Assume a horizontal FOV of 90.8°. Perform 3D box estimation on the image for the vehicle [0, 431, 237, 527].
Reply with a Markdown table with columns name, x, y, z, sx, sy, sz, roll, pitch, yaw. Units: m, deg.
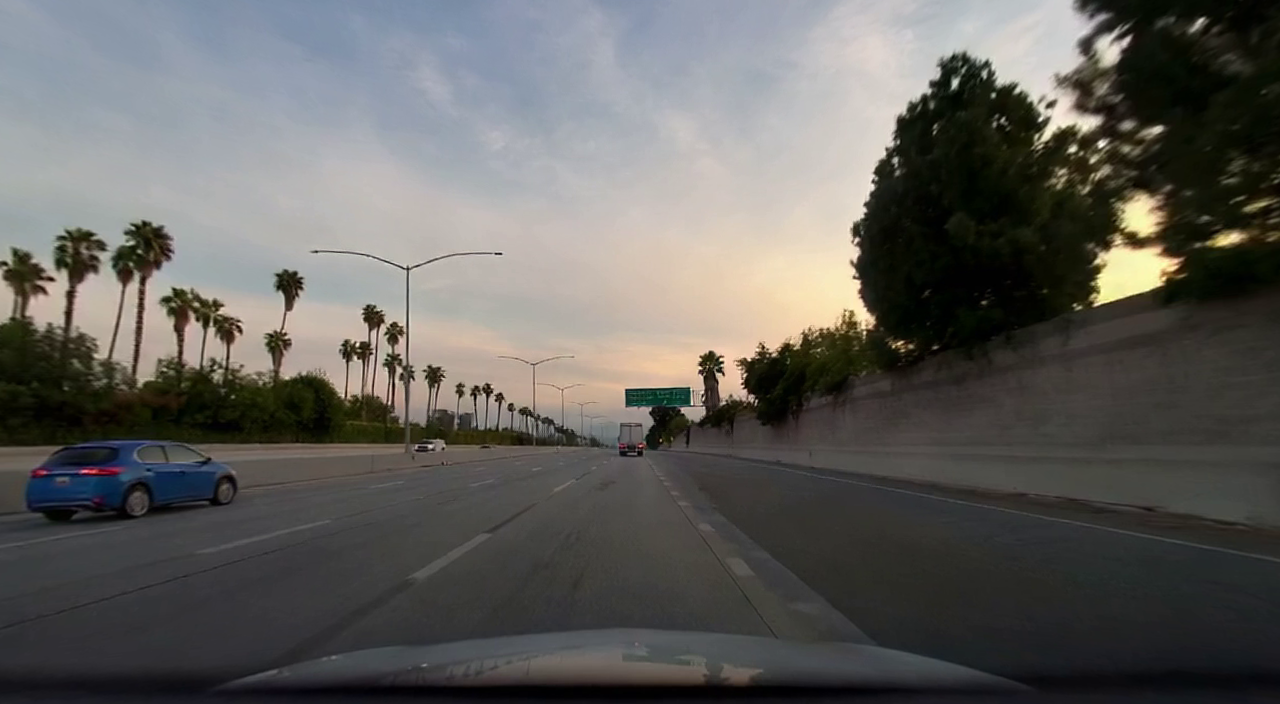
| name | x | y | z | sx | sy | sz | roll | pitch | yaw |
| --- | --- | --- | --- | --- | --- | --- | --- | --- | --- |
| vehicle | -10.608 | 2.510 | 13.039 | 1.897 | 1.653 | 4.113 | 0 | -9 | -1 |
